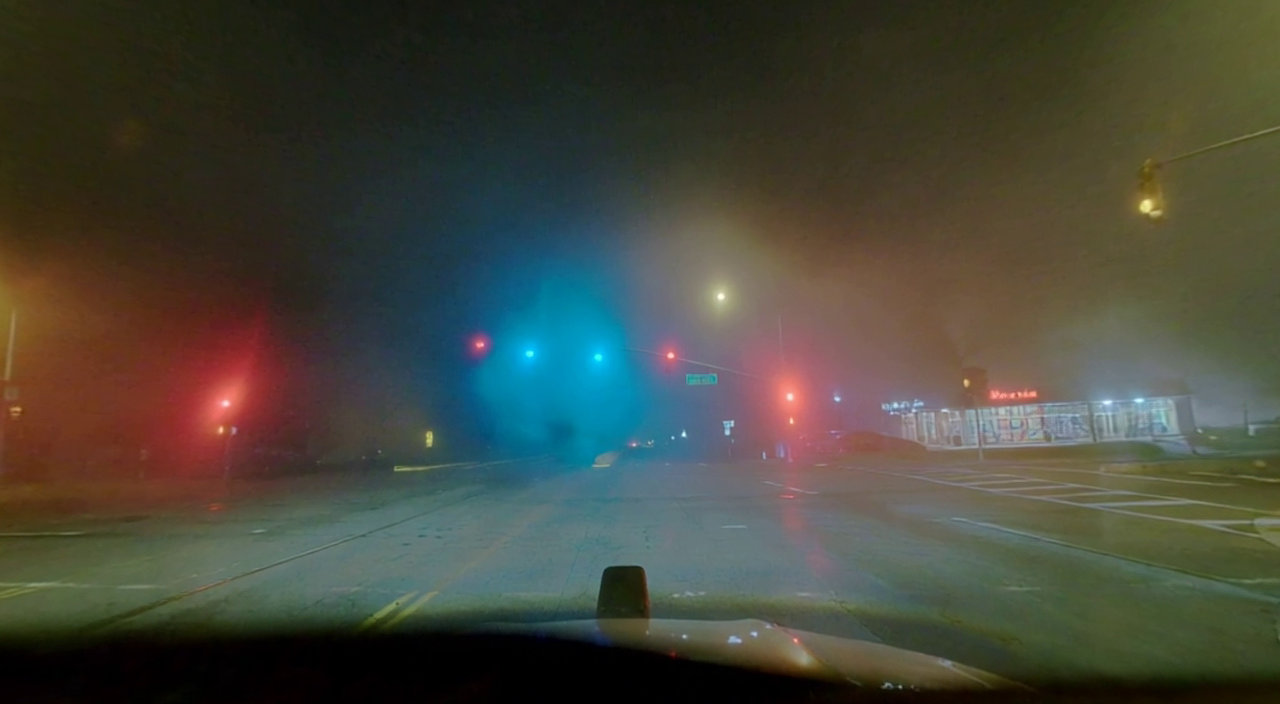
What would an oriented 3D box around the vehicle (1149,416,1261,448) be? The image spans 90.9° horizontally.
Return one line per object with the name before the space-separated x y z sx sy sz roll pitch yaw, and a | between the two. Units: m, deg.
vehicle | 28.274 4.079 31.729 1.799 1.459 4.266 0 -8 3
